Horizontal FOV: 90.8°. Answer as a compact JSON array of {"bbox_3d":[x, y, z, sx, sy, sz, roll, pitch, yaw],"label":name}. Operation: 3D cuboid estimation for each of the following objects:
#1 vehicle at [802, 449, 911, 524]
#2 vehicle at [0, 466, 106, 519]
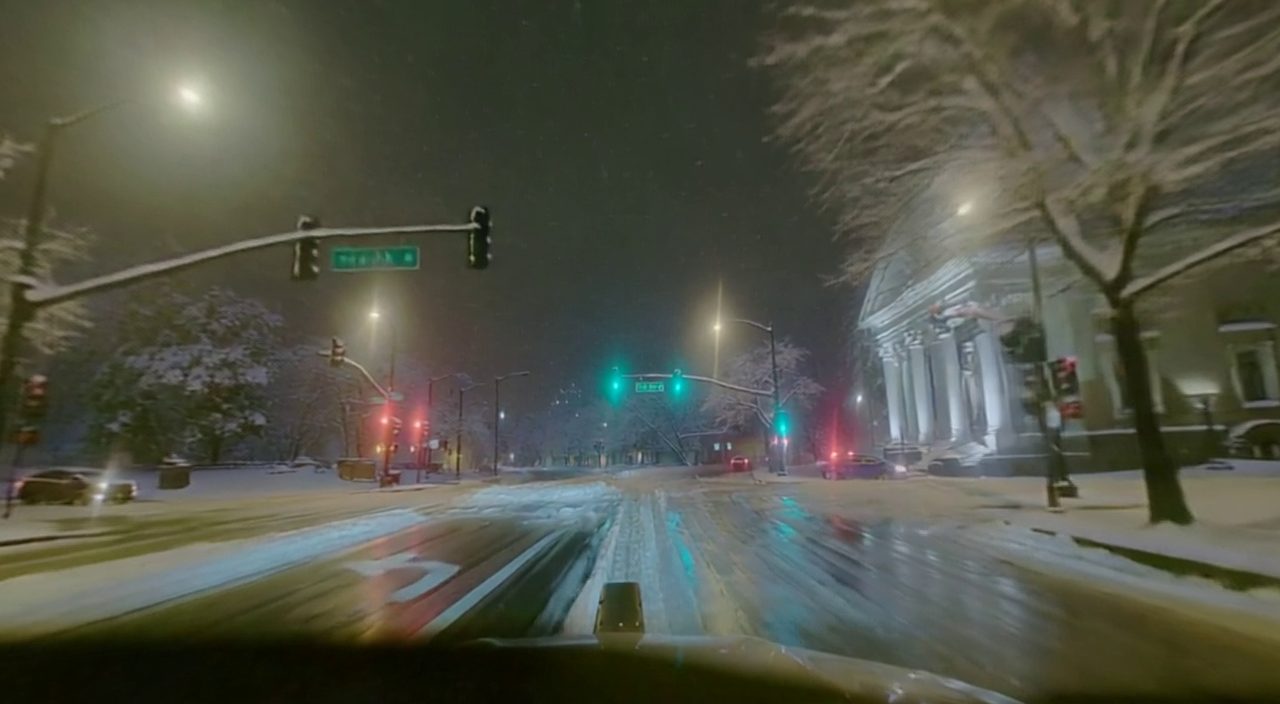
[{"bbox_3d":[5.068,3.145,15.387,2.085,1.530,4.125,-2,-9,13],"label":"vehicle"},{"bbox_3d":[-22.658,5.008,22.752,4.946,1.745,2.028,0,-9,2],"label":"vehicle"}]
